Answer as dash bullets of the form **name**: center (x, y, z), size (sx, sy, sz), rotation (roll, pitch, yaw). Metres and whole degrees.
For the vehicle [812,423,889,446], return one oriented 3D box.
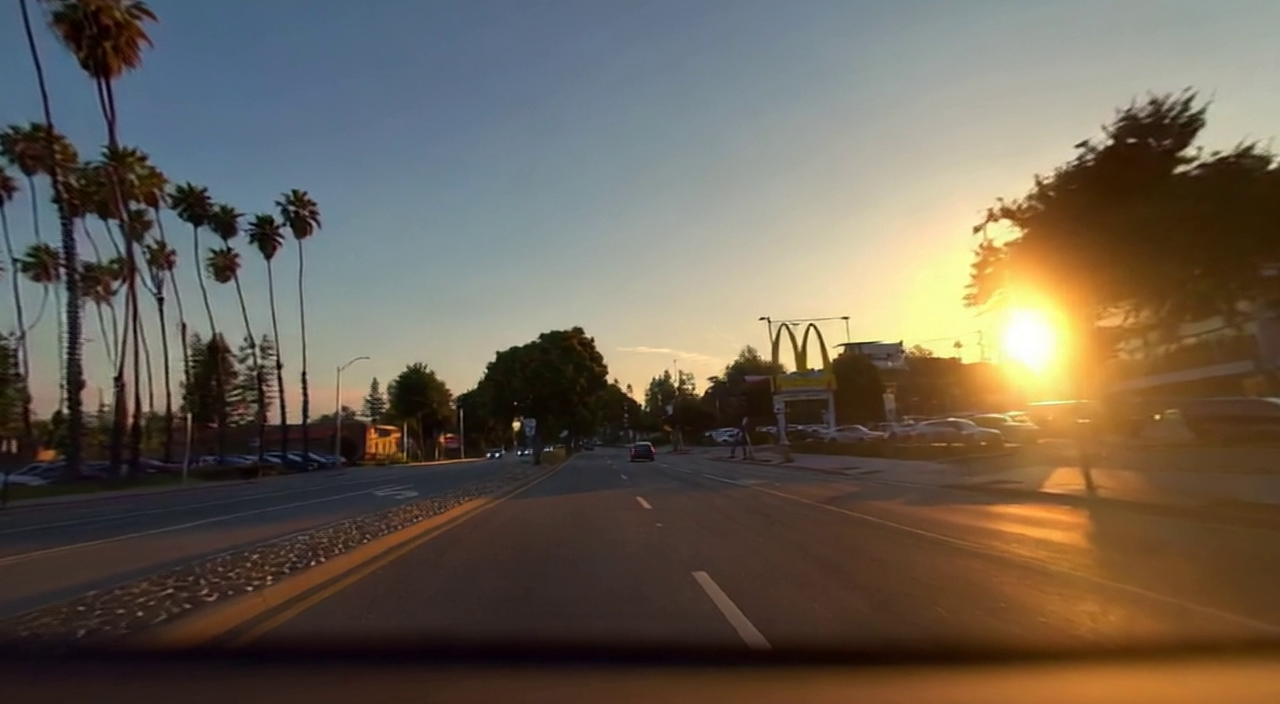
- **vehicle**: center (14.521, 5.733, 43.683), size (4.691, 1.545, 1.900), rotation (0, -8, 0)

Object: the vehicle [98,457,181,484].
- **vehicle**: center (-31.894, 7.549, 40.366), size (2.067, 1.563, 4.043), rotation (0, -8, -2)

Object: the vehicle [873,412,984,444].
- **vehicle**: center (16.005, 4.253, 35.199), size (5.123, 1.730, 2.183), rotation (0, -8, -2)

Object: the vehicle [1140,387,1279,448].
- **vehicle**: center (16.679, 1.808, 17.053), size (4.711, 1.546, 1.891), rotation (0, -8, -2)

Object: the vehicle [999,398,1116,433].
- **vehicle**: center (27.316, 4.180, 41.376), size (6.052, 2.013, 2.331), rotation (-1, -9, -5)
